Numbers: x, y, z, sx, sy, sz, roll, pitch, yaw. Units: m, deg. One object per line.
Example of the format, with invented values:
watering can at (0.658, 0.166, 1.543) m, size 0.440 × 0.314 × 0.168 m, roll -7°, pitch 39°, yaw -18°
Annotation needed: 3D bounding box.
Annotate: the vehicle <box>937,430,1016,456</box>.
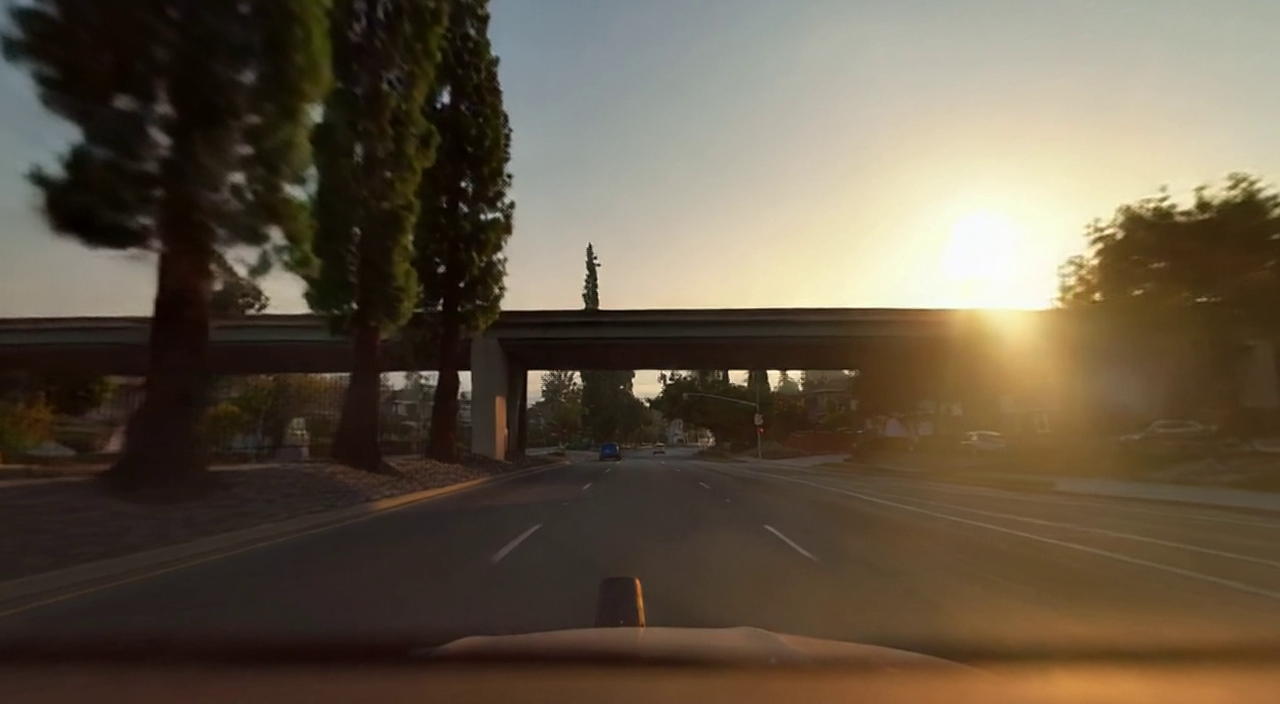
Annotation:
vehicle at (19.868, 5.393, 37.348) m, size 3.688 × 1.489 × 1.667 m, roll 1°, pitch -9°, yaw -4°
